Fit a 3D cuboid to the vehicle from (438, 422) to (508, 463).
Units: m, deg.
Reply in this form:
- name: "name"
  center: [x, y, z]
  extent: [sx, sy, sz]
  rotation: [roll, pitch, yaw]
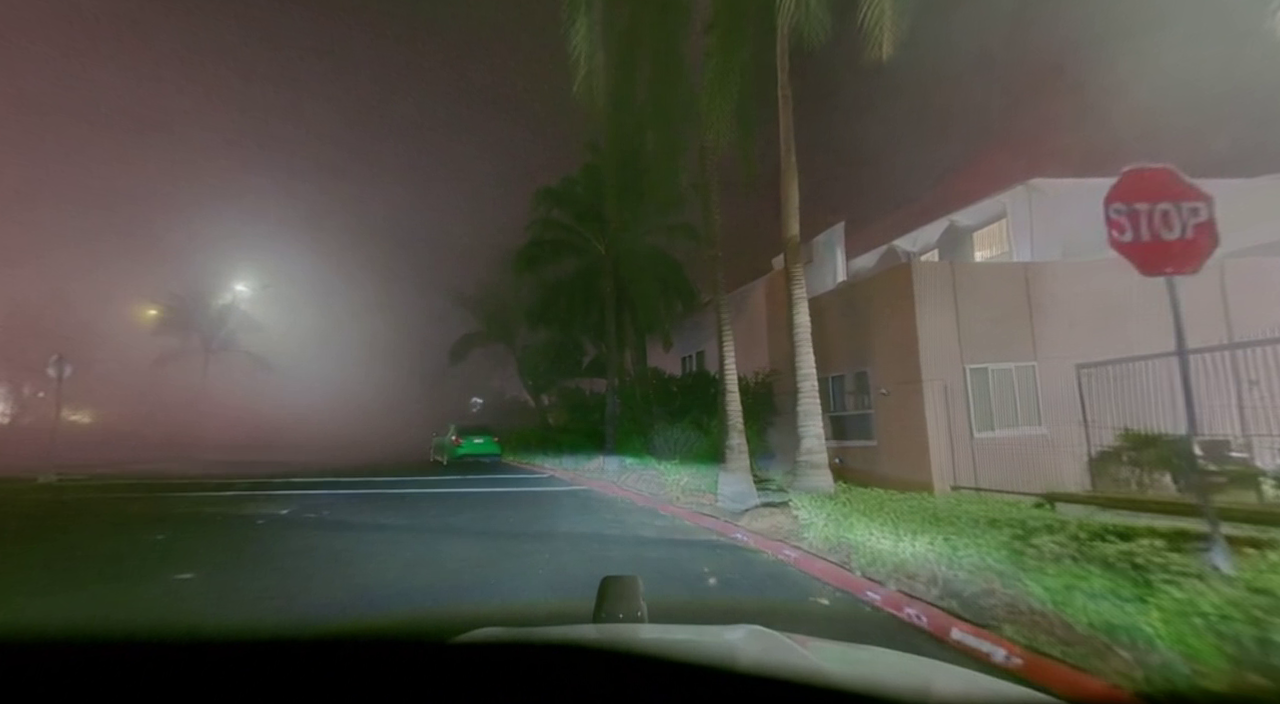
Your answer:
- name: "vehicle"
  center: [-7.589, 4.080, 28.380]
  extent: [2.071, 1.700, 4.367]
  rotation: [4, -10, -27]

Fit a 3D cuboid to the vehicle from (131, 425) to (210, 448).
- name: "vehicle"
  center: [-34.563, 6.260, 46.549]
  extent: [4.457, 1.552, 1.748]
  rotation: [7, -11, -40]
